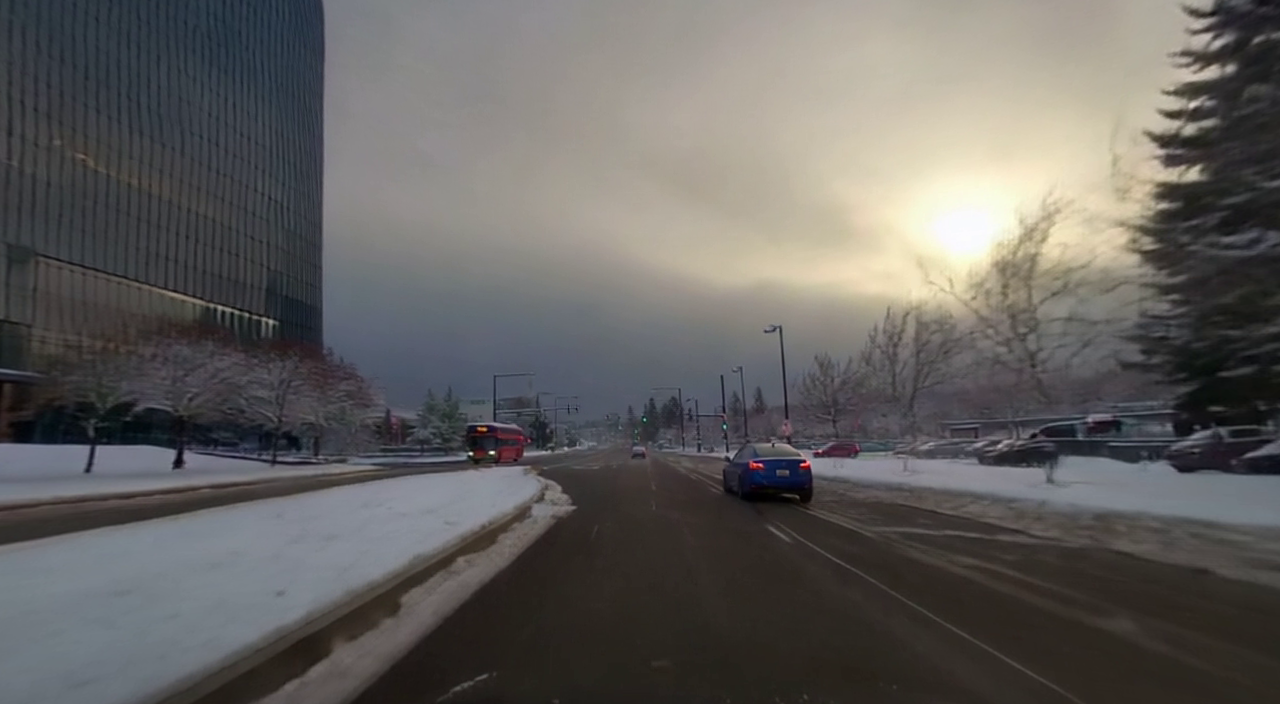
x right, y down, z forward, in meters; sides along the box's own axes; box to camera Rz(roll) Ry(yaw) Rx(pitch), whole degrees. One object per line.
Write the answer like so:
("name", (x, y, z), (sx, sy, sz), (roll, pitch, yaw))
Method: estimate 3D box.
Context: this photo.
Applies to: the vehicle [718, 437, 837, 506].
("vehicle", (3.302, 2.970, 16.032), (1.993, 1.501, 4.127), (0, -9, -1))
